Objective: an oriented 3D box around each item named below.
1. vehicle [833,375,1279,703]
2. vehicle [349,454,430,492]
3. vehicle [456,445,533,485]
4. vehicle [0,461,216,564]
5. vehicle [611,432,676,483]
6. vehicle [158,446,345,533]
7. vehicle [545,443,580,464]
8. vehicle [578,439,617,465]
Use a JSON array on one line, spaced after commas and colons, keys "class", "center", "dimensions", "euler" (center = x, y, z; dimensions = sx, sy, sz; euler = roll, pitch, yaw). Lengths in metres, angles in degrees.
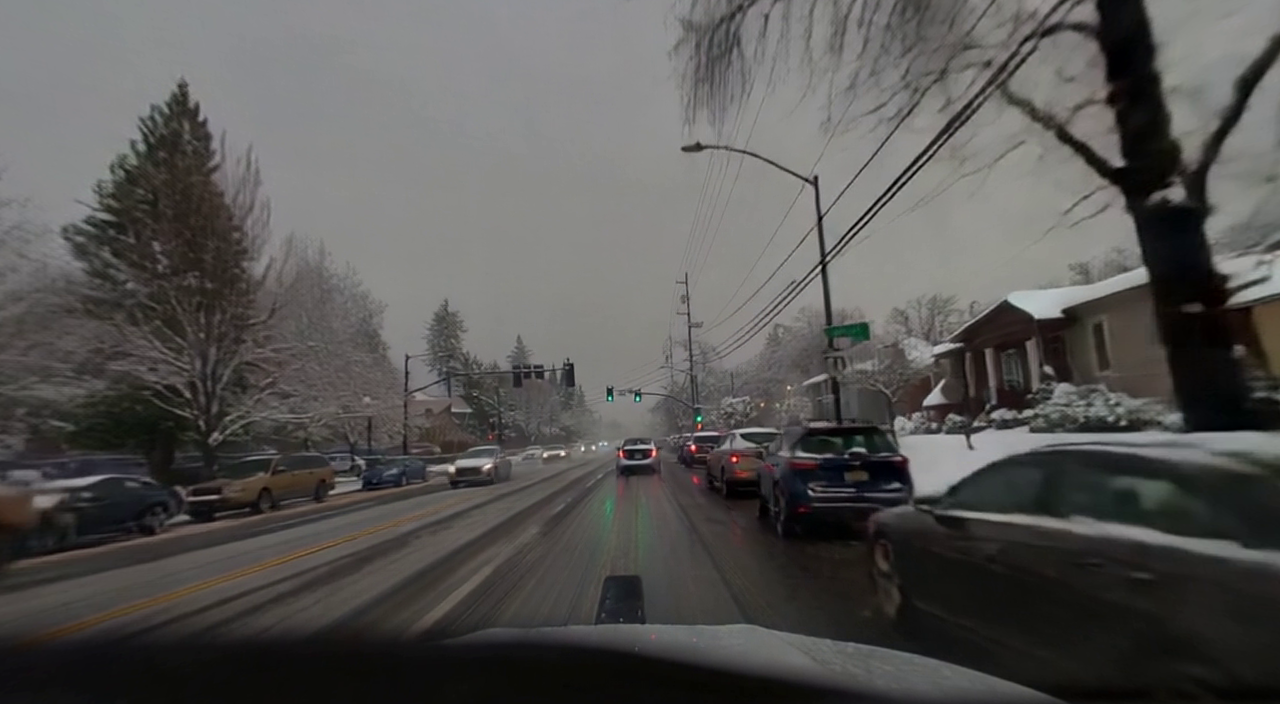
[{"class": "vehicle", "center": [2.658, 1.008, 2.936], "dimensions": [2.030, 1.505, 4.626], "euler": [0, -8, 0]}, {"class": "vehicle", "center": [-12.039, 5.797, 30.675], "dimensions": [2.070, 1.610, 4.356], "euler": [0, -8, 1]}, {"class": "vehicle", "center": [-5.834, 4.569, 26.041], "dimensions": [1.987, 1.478, 4.693], "euler": [0, -8, 1]}, {"class": "vehicle", "center": [-11.976, 3.340, 13.530], "dimensions": [2.076, 1.600, 5.382], "euler": [-8, -8, 0]}, {"class": "vehicle", "center": [0.111, 3.634, 21.971], "dimensions": [2.041, 1.575, 4.304], "euler": [0, -8, 0]}, {"class": "vehicle", "center": [-11.885, 4.139, 19.992], "dimensions": [2.264, 2.010, 5.742], "euler": [-4, -7, 1]}, {"class": "vehicle", "center": [-5.785, 7.631, 47.657], "dimensions": [1.981, 1.498, 4.701], "euler": [0, -8, 2]}, {"class": "vehicle", "center": [-2.618, 6.311, 40.065], "dimensions": [2.117, 1.528, 4.277], "euler": [0, -8, 1]}]
